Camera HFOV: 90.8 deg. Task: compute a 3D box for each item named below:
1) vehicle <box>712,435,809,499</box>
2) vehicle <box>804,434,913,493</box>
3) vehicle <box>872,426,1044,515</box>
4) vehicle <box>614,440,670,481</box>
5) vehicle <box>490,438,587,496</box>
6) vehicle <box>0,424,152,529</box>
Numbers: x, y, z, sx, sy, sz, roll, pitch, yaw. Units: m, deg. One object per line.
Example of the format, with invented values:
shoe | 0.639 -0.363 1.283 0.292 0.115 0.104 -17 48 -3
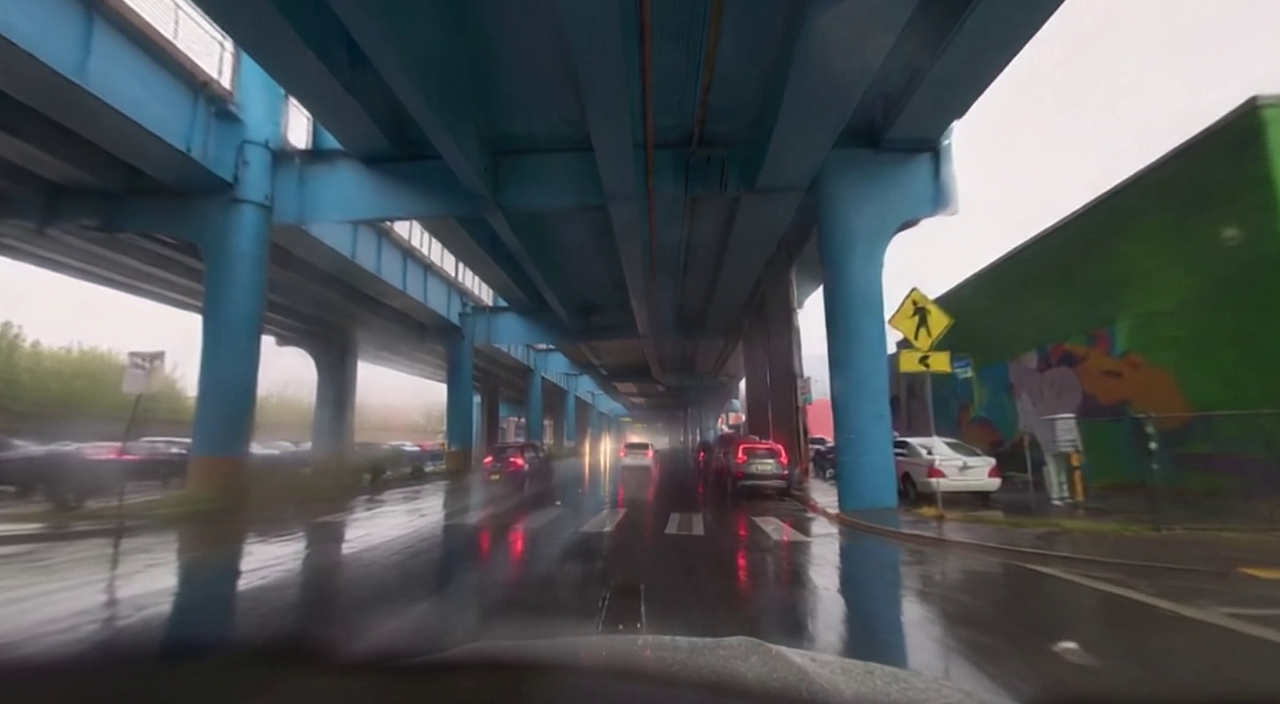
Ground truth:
vehicle | 3.279 3.186 18.041 1.983 1.589 4.010 0 -8 0
vehicle | 7.790 4.010 23.181 2.175 1.909 4.953 0 -8 0
vehicle | 7.648 2.838 15.827 2.275 1.834 4.294 1 -7 3
vehicle | 0.099 4.486 26.476 2.155 1.571 3.734 0 -8 1
vehicle | -2.935 3.441 19.359 2.024 1.533 4.549 0 -8 2
vehicle | -11.920 2.247 11.481 2.056 1.768 4.986 0 -9 0
